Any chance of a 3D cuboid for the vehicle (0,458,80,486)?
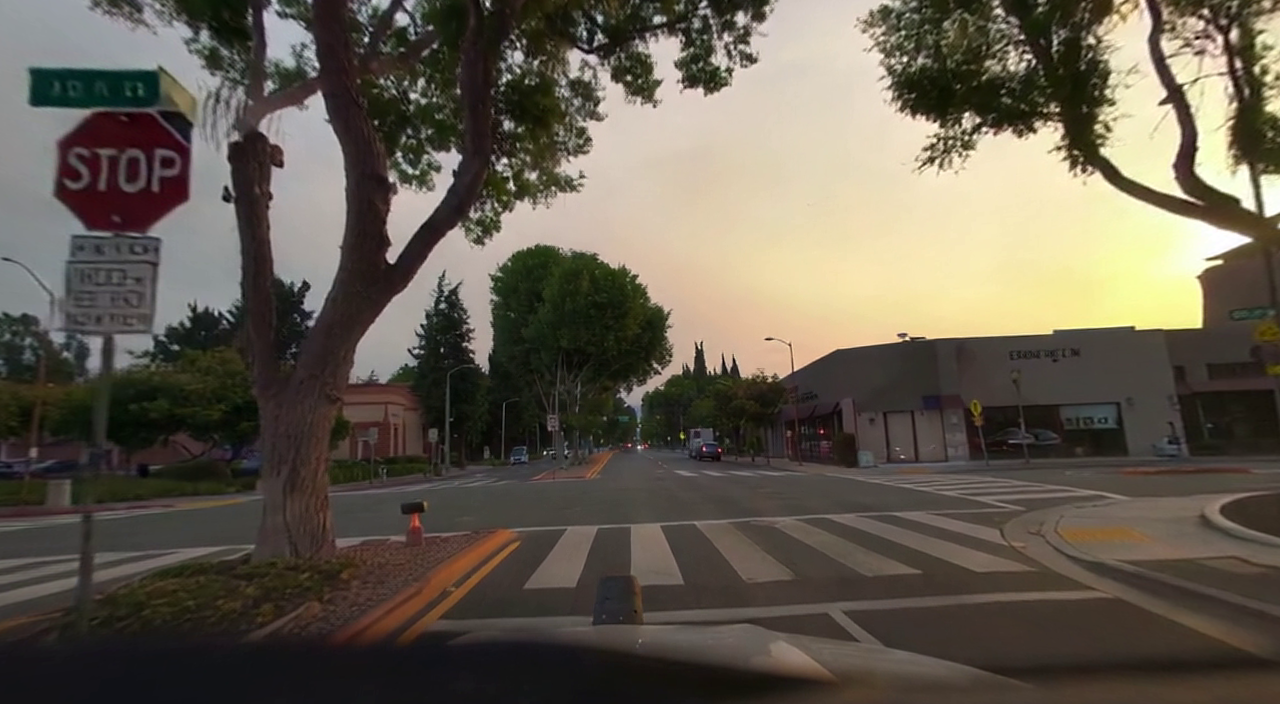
[{"bbox_3d":[-36.977,7.261,38.487,1.871,1.523,4.028,0,-9,2],"label":"vehicle"}]
